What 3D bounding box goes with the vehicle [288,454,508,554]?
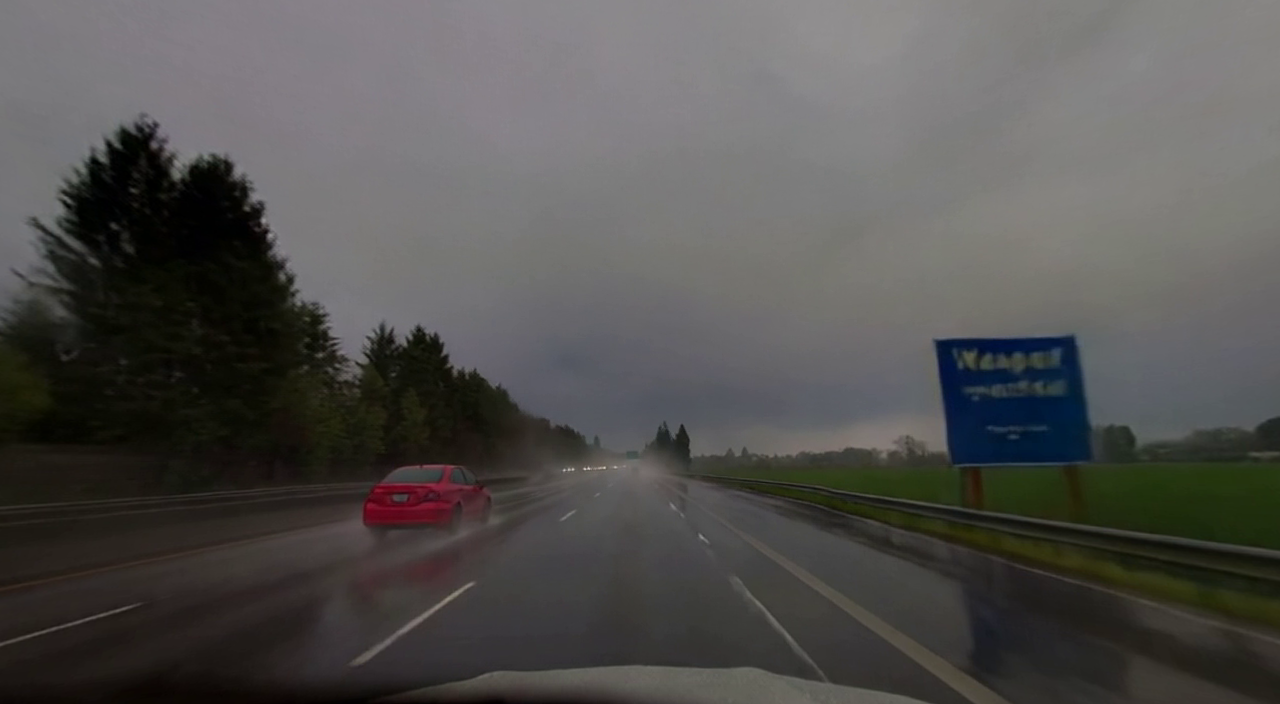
[{"bbox_3d":[-4.076,2.683,11.695,2.183,1.435,4.653,0,-10,1],"label":"vehicle"}]
